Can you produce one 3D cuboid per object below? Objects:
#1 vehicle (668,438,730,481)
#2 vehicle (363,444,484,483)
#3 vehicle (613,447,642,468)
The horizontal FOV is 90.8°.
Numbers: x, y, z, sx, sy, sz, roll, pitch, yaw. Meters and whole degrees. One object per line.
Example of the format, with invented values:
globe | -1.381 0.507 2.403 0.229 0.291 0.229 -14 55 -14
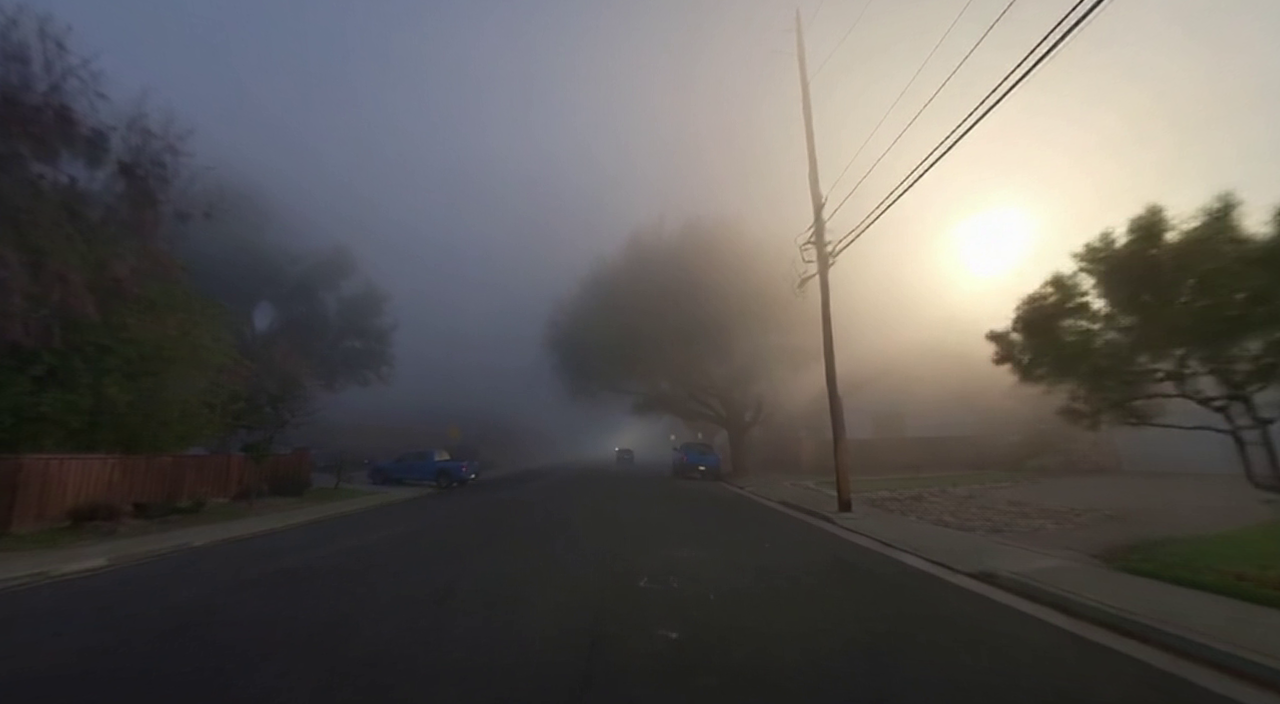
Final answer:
vehicle | 2.767 5.254 31.163 2.394 1.901 5.759 0 -9 -1
vehicle | -10.223 5.308 30.113 4.947 1.769 2.023 0 -9 1
vehicle | -0.936 7.956 47.737 2.064 1.477 3.968 0 -9 0
